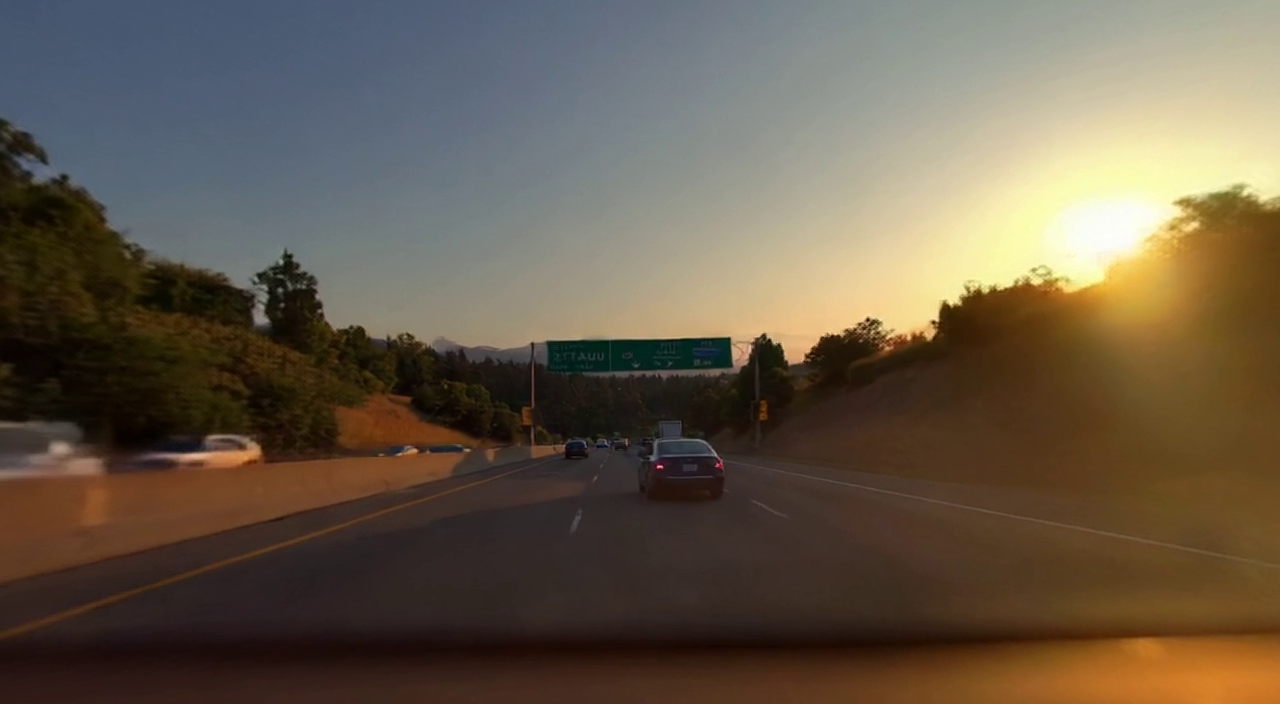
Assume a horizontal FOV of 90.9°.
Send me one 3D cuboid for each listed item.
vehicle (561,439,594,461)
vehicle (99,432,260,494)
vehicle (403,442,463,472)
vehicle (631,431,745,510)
[{"bbox_3d":[-4.427,6.977,45.083,2.055,1.466,4.317,0,-8,-2],"label":"vehicle"},{"bbox_3d":[-15.236,3.647,21.289,1.932,1.821,4.867,0,-8,-3],"label":"vehicle"},{"bbox_3d":[-11.187,5.675,34.377,1.891,1.440,4.367,0,-8,-2],"label":"vehicle"},{"bbox_3d":[0.892,2.594,14.491,1.961,1.495,4.743,1,-8,-4],"label":"vehicle"}]
